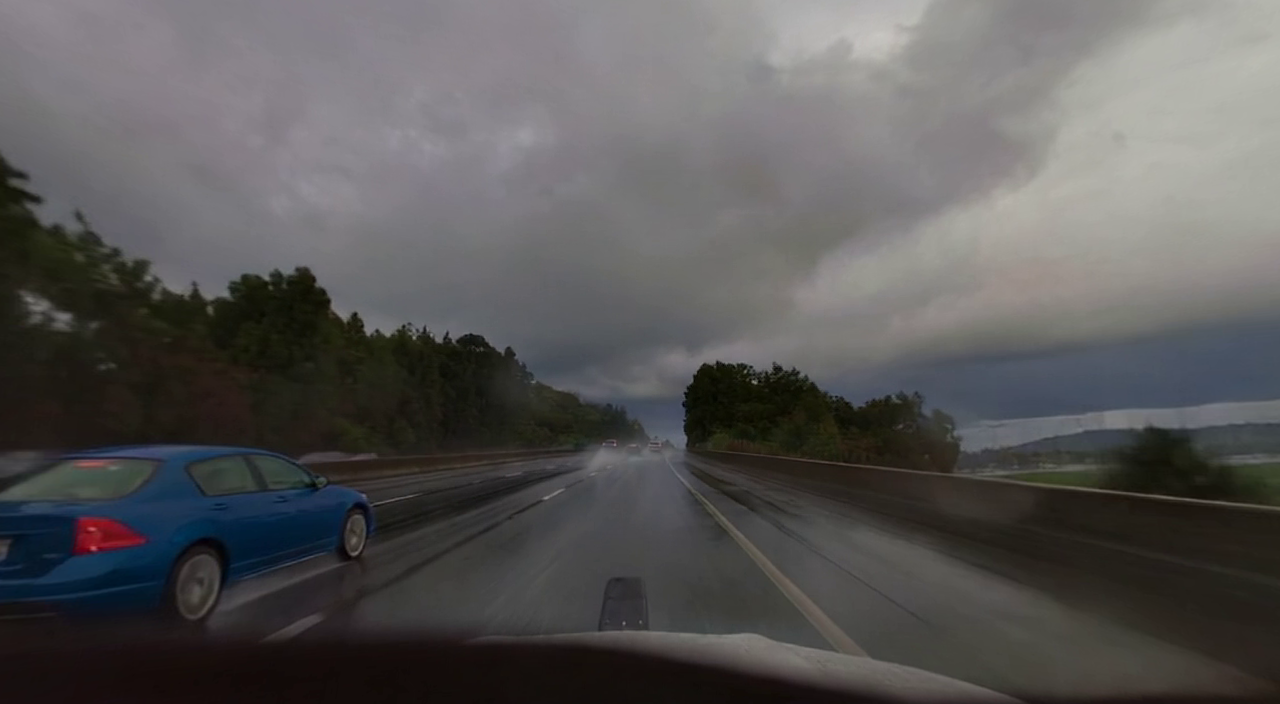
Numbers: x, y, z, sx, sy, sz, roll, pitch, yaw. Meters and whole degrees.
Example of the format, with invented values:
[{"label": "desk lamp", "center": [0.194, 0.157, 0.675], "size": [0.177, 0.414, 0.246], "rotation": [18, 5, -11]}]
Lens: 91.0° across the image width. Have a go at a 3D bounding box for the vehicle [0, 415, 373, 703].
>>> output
[{"label": "vehicle", "center": [-4.187, 1.343, 5.117], "size": [1.996, 1.454, 4.495], "rotation": [0, -8, 1]}]
